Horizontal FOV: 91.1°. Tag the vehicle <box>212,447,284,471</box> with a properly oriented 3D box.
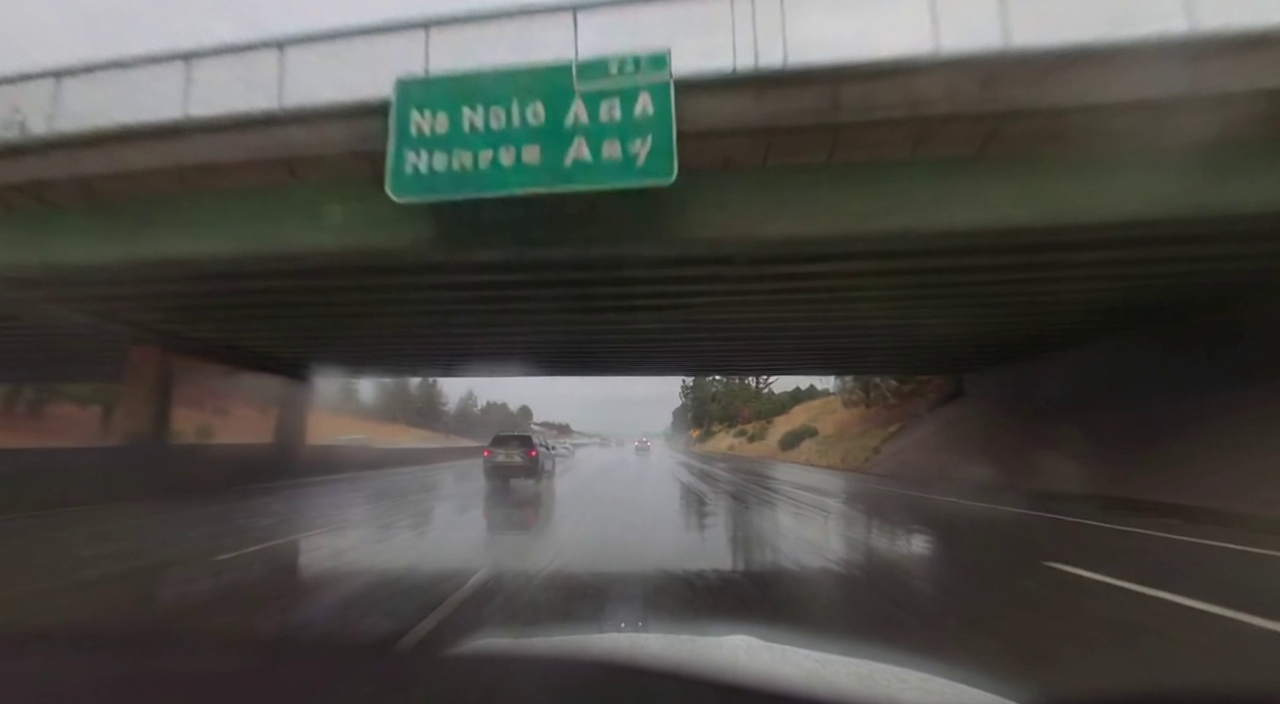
[{"bbox_3d":[-25.319,6.909,40.734,1.825,1.430,4.256,0,-8,2],"label":"vehicle"}]

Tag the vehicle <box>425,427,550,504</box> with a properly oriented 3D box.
[{"bbox_3d":[-3.710,2.860,16.234,2.048,1.705,4.384,0,-8,1],"label":"vehicle"}]
